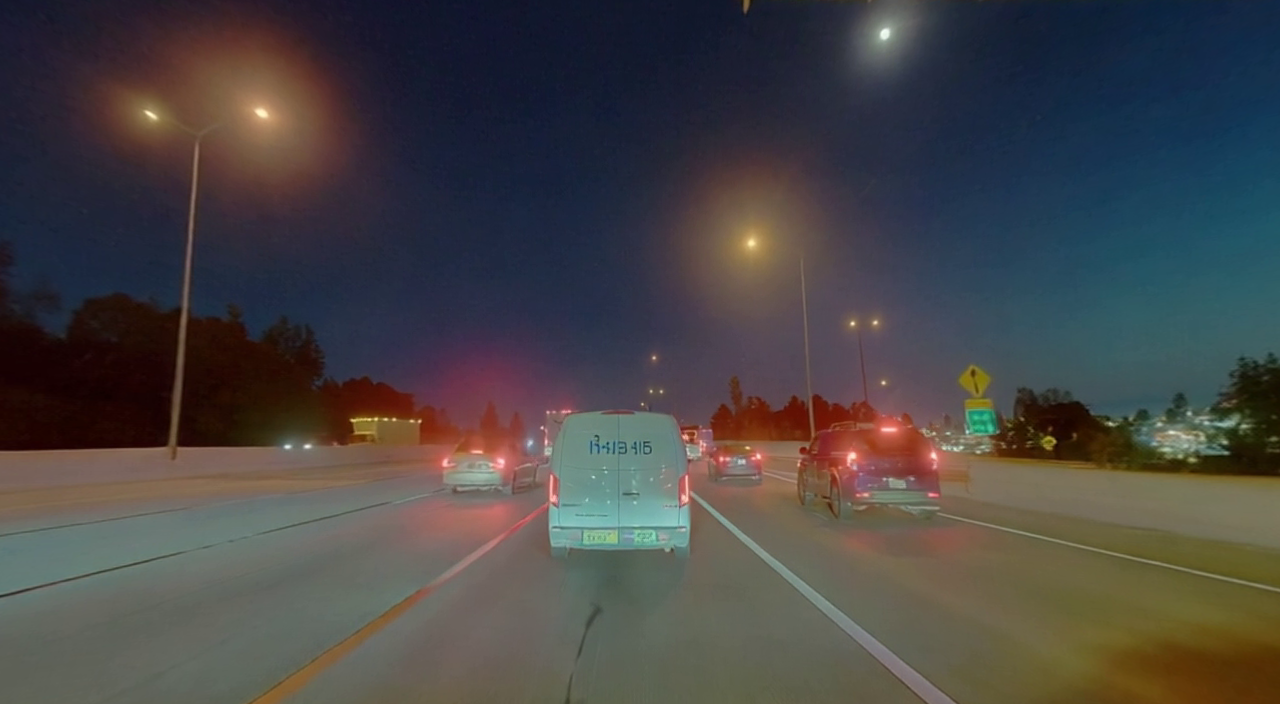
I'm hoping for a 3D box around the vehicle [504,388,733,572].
[{"bbox_3d":[-0.202,1.610,8.589,2.287,1.823,4.369,0,-9,0],"label":"vehicle"}]

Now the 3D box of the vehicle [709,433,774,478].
[{"bbox_3d":[4.209,4.373,26.868,2.064,1.720,4.416,0,-9,1],"label":"vehicle"}]

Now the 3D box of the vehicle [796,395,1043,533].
[{"bbox_3d":[4.767,2.036,11.970,2.179,1.999,5.331,1,-9,-1],"label":"vehicle"}]

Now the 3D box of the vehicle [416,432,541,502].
[{"bbox_3d":[-3.895,2.859,16.082,1.983,1.496,4.371,0,-9,1],"label":"vehicle"}]
